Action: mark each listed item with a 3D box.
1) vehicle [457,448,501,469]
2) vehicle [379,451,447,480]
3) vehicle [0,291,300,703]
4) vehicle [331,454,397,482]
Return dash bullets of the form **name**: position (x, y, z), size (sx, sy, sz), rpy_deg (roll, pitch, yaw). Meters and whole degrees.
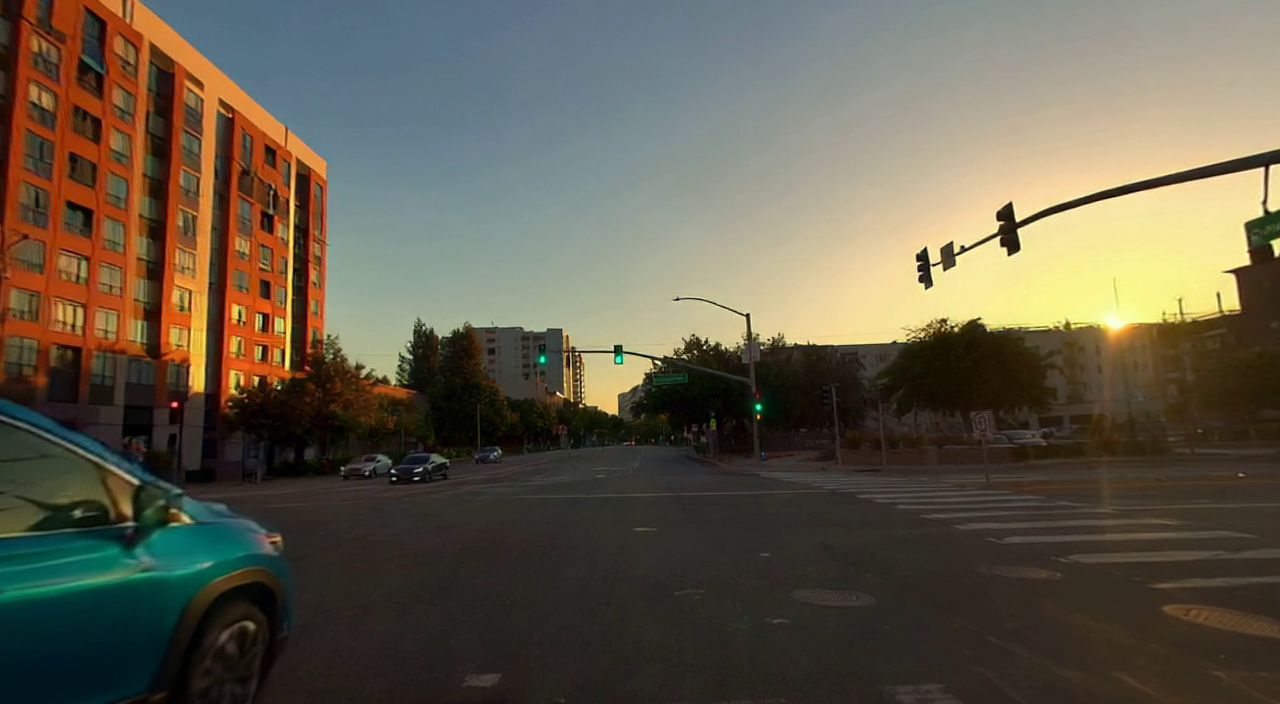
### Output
- **vehicle**: position (-11.843, 7.848, 46.508), size (1.980, 1.452, 4.318), rpy_deg (0, -8, 2)
- **vehicle**: position (-12.554, 6.269, 35.162), size (2.028, 1.455, 4.421), rpy_deg (0, -8, 2)
- **vehicle**: position (-3.110, 0.633, 1.436), size (2.123, 1.799, 4.425), rpy_deg (0, -8, 1)
- **vehicle**: position (-16.138, 6.789, 37.102), size (1.830, 1.440, 4.351), rpy_deg (0, -8, 1)
